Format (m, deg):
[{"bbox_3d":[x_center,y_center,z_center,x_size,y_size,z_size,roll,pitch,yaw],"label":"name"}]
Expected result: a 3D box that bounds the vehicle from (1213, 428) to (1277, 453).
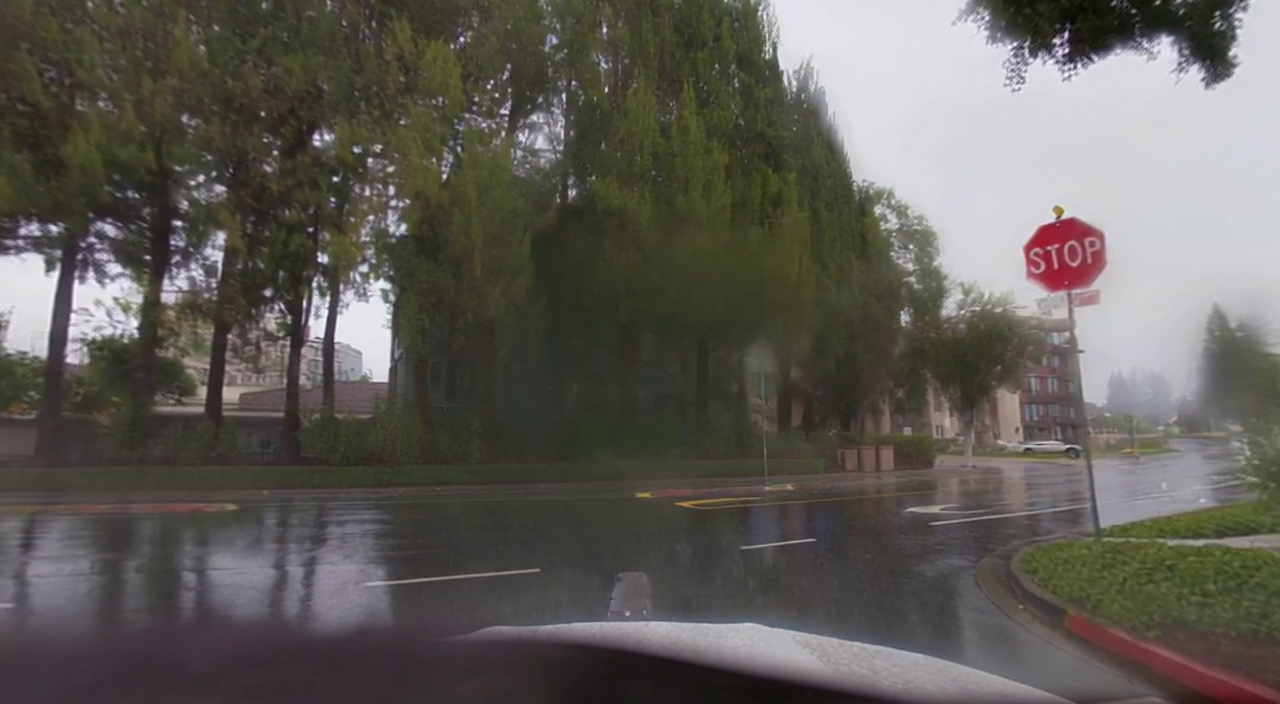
[{"bbox_3d":[38.327,5.605,39.892,4.473,1.474,2.108,6,-10,-37],"label":"vehicle"}]
